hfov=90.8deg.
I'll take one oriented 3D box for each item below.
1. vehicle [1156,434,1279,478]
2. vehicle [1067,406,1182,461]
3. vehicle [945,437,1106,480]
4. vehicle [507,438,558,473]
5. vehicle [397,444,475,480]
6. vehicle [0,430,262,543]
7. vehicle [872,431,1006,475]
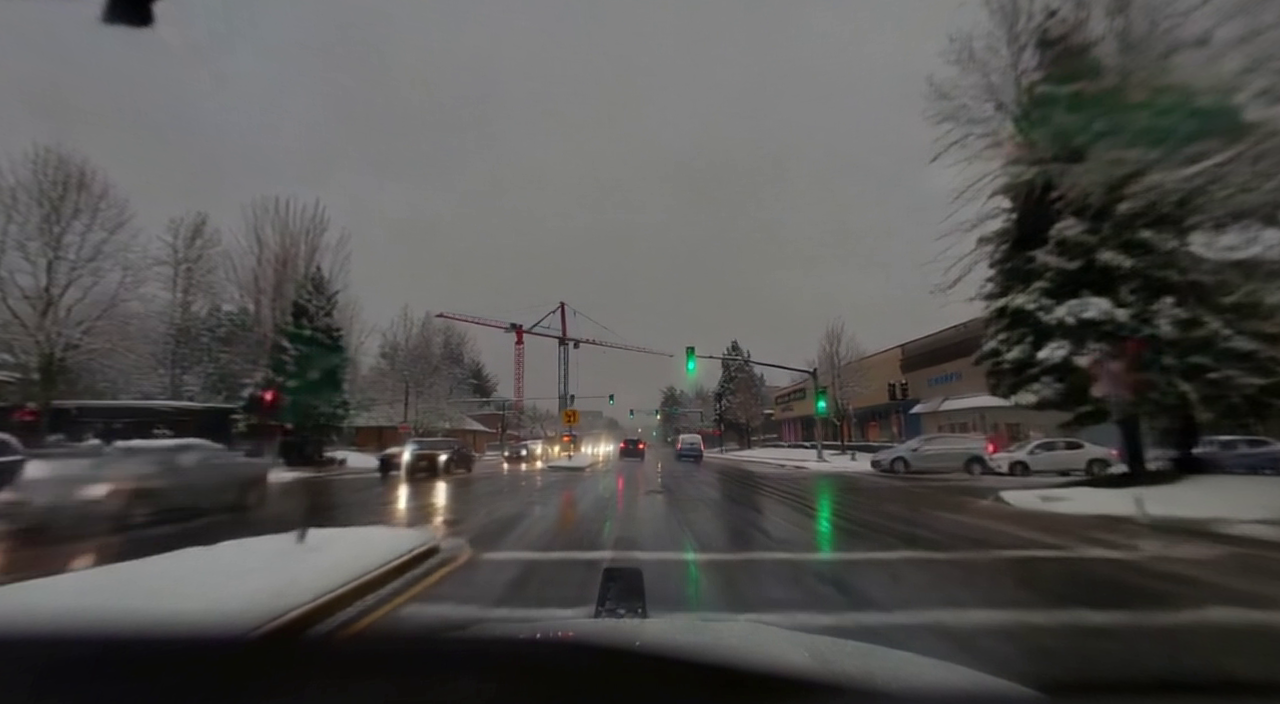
[{"bbox_3d":[21.246,3.699,22.695,3.995,1.463,1.862,1,-9,-9],"label":"vehicle"},{"bbox_3d":[36.772,6.314,48.582,3.124,3.783,10.331,-3,-8,15],"label":"vehicle"},{"bbox_3d":[13.845,3.848,22.894,4.506,1.479,1.924,0,-9,1],"label":"vehicle"},{"bbox_3d":[-5.906,5.704,35.227,1.983,1.715,4.466,-3,-8,0],"label":"vehicle"},{"bbox_3d":[-8.906,4.833,27.986,2.067,1.460,4.290,0,-9,0],"label":"vehicle"},{"bbox_3d":[-8.959,2.274,11.323,1.918,1.640,3.971,0,-9,-1],"label":"vehicle"},{"bbox_3d":[12.680,4.331,27.081,4.641,1.772,2.080,-1,-9,6],"label":"vehicle"}]
